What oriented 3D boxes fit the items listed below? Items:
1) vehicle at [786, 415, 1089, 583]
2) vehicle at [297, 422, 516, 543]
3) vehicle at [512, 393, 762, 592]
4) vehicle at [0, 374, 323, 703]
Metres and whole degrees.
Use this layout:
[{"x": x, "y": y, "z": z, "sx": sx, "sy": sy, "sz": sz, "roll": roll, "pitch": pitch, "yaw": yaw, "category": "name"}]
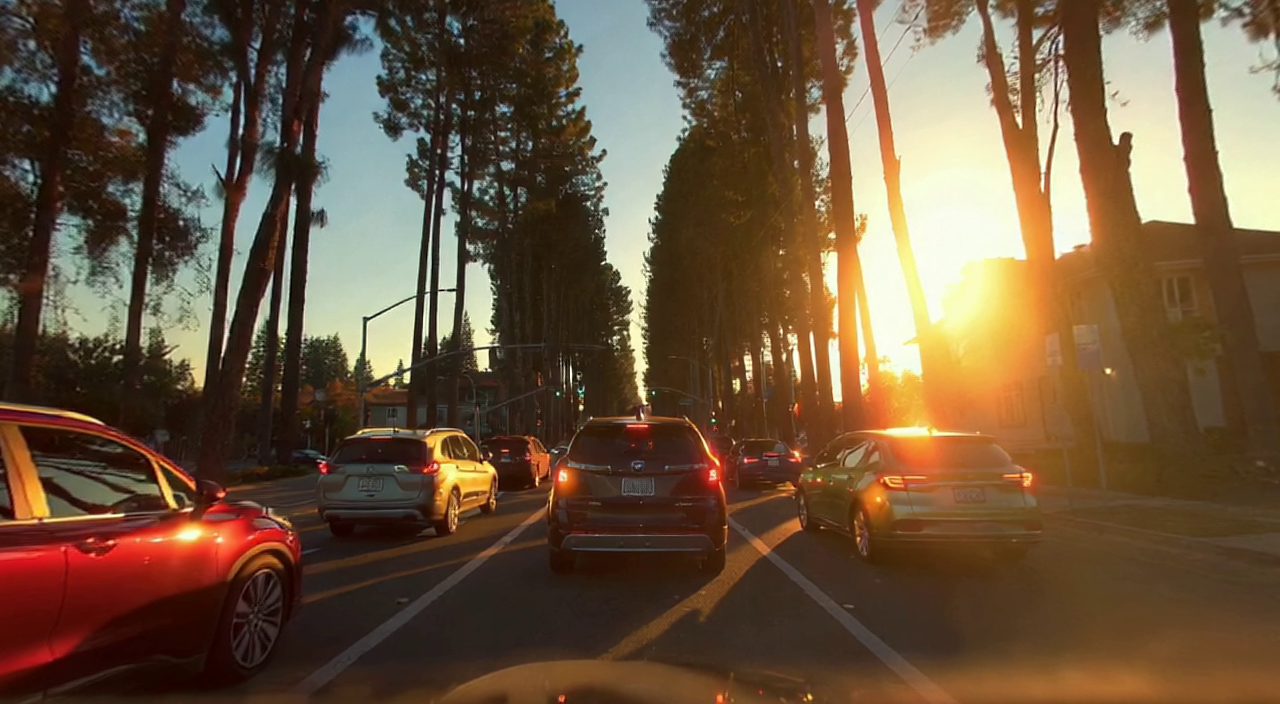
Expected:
[{"x": 3.256, "y": 1.668, "z": 7.865, "sx": 1.922, "sy": 1.579, "sz": 3.642, "roll": 0, "pitch": -8, "yaw": -1, "category": "vehicle"}, {"x": -3.656, "y": 2.122, "z": 10.911, "sx": 2.042, "sy": 1.641, "sz": 4.314, "roll": 0, "pitch": -8, "yaw": 1, "category": "vehicle"}, {"x": -0.006, "y": 1.538, "z": 7.656, "sx": 2.193, "sy": 1.744, "sz": 4.033, "roll": 0, "pitch": -8, "yaw": 1, "category": "vehicle"}, {"x": -3.781, "y": 0.998, "z": 3.282, "sx": 1.929, "sy": 1.641, "sz": 4.193, "roll": 0, "pitch": -8, "yaw": 2, "category": "vehicle"}]
